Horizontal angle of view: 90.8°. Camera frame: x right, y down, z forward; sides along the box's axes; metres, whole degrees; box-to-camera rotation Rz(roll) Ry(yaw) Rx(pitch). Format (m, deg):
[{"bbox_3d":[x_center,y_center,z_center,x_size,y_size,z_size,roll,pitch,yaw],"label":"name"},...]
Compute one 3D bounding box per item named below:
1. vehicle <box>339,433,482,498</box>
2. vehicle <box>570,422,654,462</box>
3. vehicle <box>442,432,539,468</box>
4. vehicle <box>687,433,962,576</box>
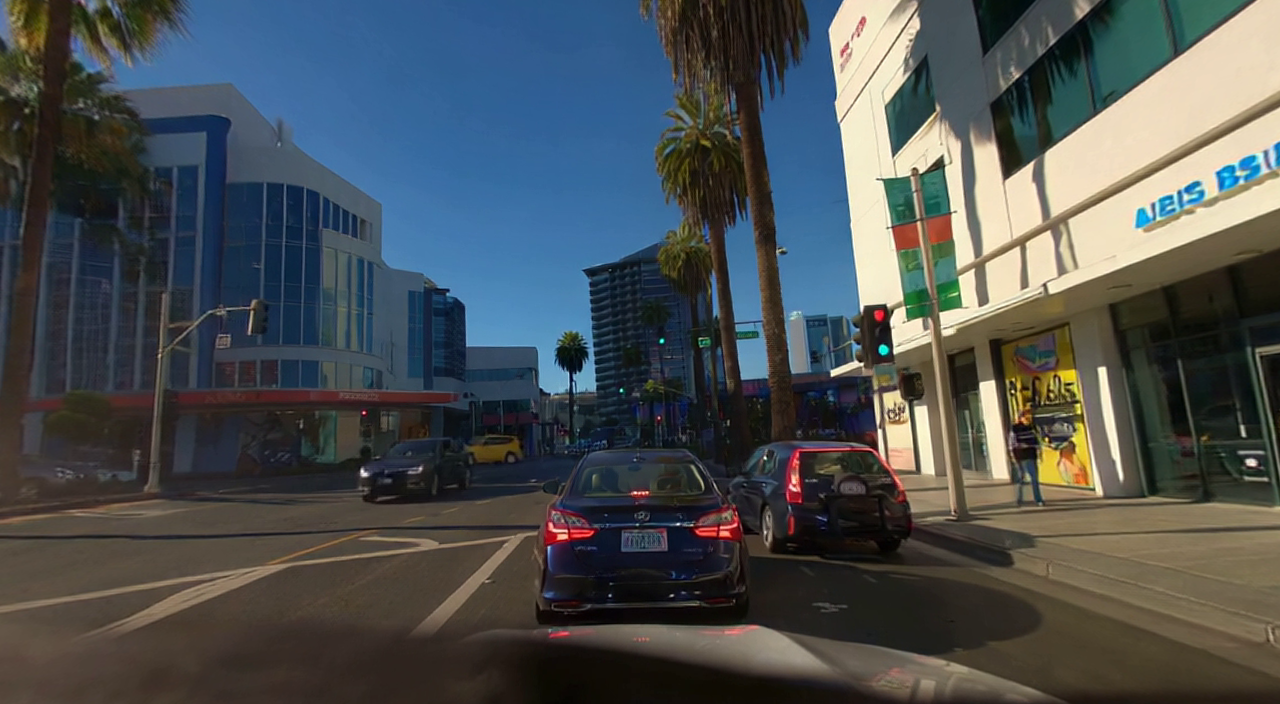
[{"bbox_3d":[-5.879,2.957,16.866,2.052,1.478,4.395,0,-8,2],"label":"vehicle"},{"bbox_3d":[-1.408,4.943,34.684,2.190,1.964,5.614,-4,-9,26],"label":"vehicle"},{"bbox_3d":[-8.122,5.376,34.852,2.029,1.822,5.090,-6,-10,35],"label":"vehicle"},{"bbox_3d":[2.144,1.948,9.056,2.090,1.466,4.676,1,-8,-6],"label":"vehicle"}]
